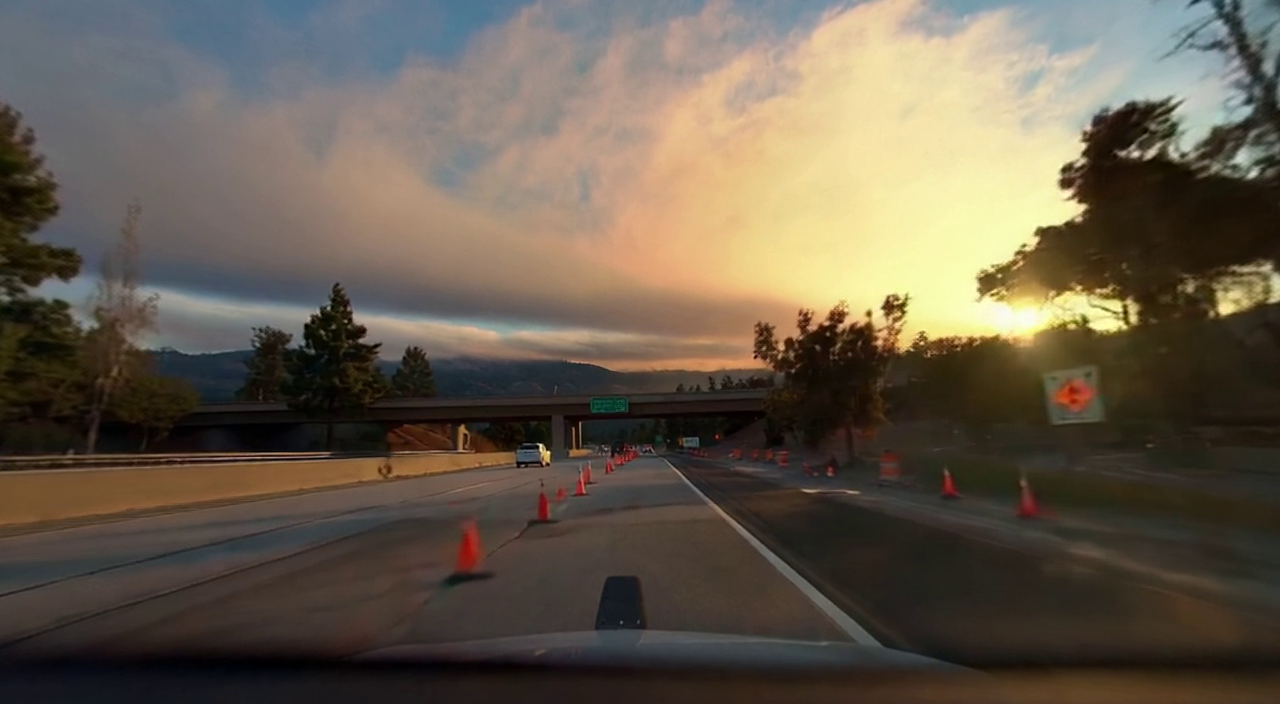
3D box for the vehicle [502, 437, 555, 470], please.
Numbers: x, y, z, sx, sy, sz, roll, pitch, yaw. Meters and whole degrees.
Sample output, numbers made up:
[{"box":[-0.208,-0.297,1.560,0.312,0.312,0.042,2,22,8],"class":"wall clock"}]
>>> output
[{"box":[-6.467,5.956,37.032,2.103,1.775,4.966,0,-9,1],"class":"vehicle"}]
